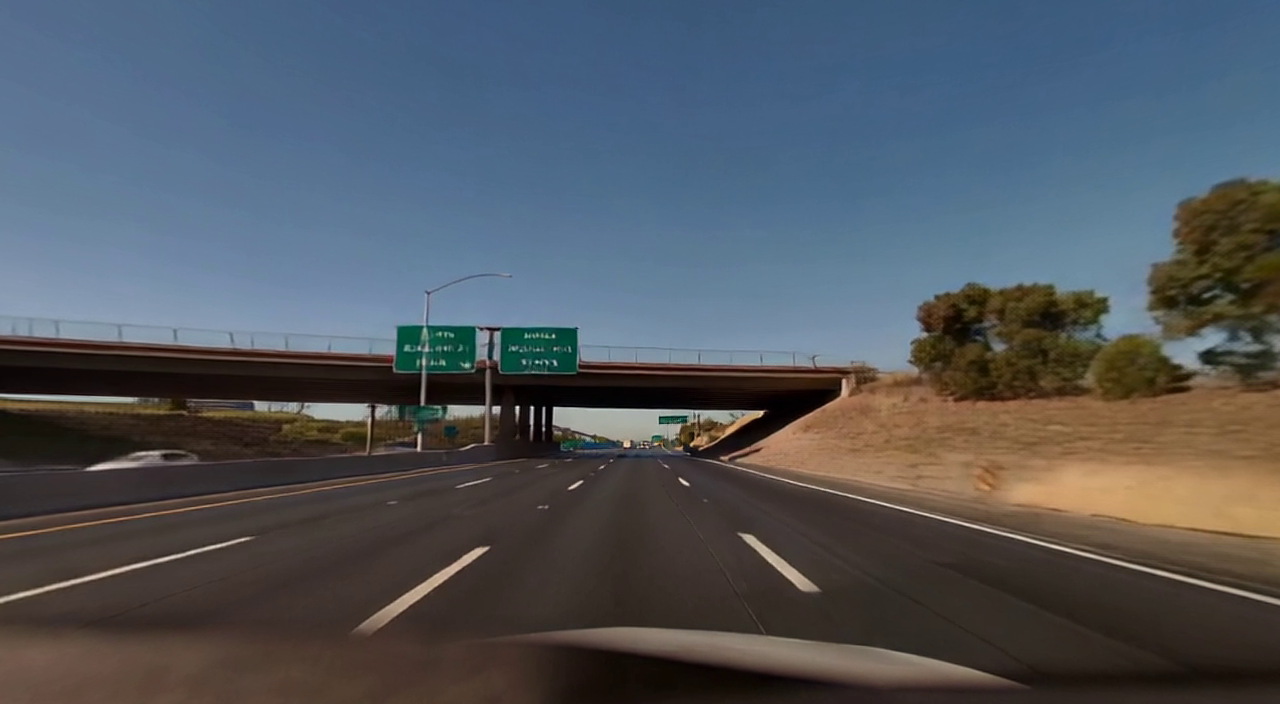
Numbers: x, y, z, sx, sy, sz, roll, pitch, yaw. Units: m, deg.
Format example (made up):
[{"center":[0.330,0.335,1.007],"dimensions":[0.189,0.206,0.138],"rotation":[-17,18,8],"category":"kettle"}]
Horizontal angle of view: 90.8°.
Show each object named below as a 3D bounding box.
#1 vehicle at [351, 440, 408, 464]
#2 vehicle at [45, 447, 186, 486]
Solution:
[{"center":[-17.857,6.874,43.518],"dimensions":[1.925,1.533,4.589],"rotation":[-1,-8,1],"category":"vehicle"},{"center":[-21.847,4.768,26.594],"dimensions":[1.912,1.452,4.667],"rotation":[0,-8,0],"category":"vehicle"}]
